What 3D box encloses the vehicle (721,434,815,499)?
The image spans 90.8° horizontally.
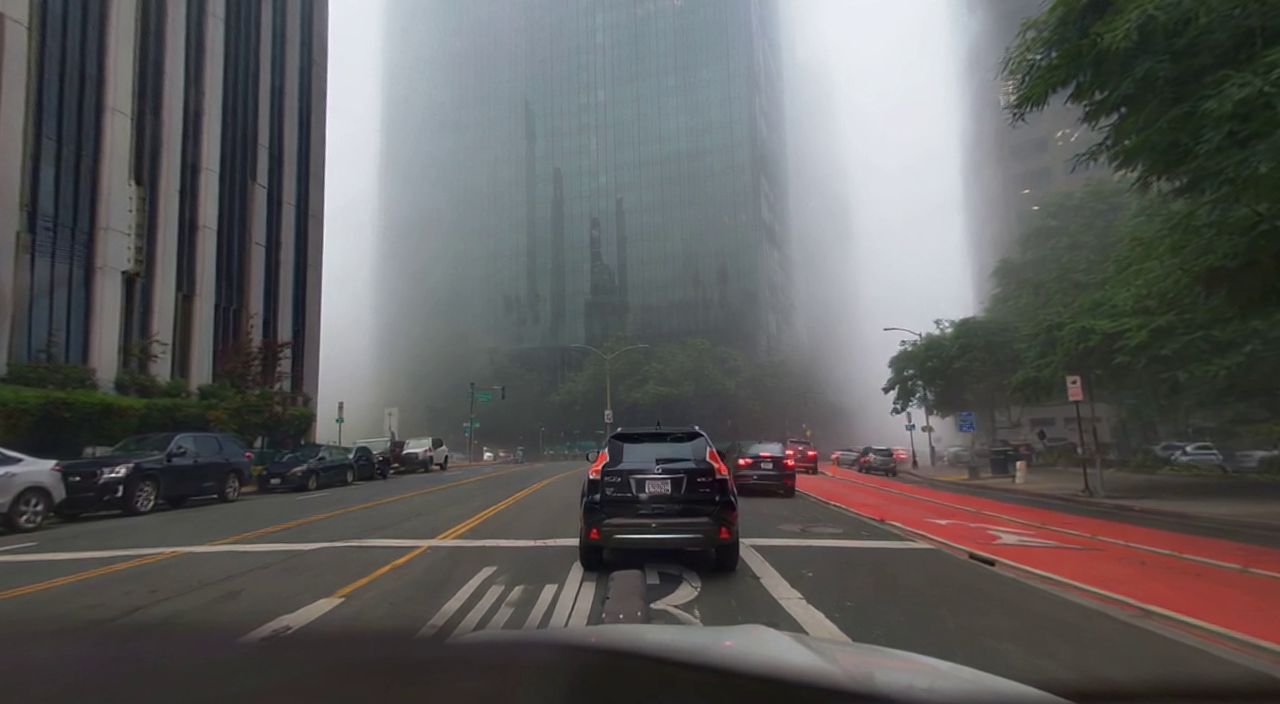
[{"bbox_3d":[3.876,3.546,20.021,2.143,1.793,4.763,0,-8,3],"label":"vehicle"}]

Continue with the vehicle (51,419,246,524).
[{"bbox_3d":[-10.319,2.487,13.635,1.543,1.946,3.454,1,-8,-5],"label":"vehicle"}]

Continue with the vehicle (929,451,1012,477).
[{"bbox_3d":[23.683,7.995,45.330,4.956,1.706,1.822,-6,-10,34],"label":"vehicle"}]

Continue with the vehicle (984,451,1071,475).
[{"bbox_3d":[28.320,8.065,46.220,5.153,1.626,1.895,-6,-11,36],"label":"vehicle"}]

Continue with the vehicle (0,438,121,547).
[{"bbox_3d":[-9.967,1.972,8.853,1.844,1.524,4.371,0,-8,-4],"label":"vehicle"}]

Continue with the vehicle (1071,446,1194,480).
[{"bbox_3d":[31.197,7.020,40.274,5.890,1.996,2.155,-6,-10,35],"label":"vehicle"}]

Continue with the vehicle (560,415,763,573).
[{"bbox_3d":[0.280,1.850,9.003,2.192,1.695,4.142,0,-8,1],"label":"vehicle"}]

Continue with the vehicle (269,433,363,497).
[{"bbox_3d":[-10.942,3.809,21.620,1.559,1.973,3.419,0,-8,-4],"label":"vehicle"}]

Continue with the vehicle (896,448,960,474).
[{"bbox_3d":[22.766,8.595,49.979,4.211,1.820,2.094,-4,-10,33],"label":"vehicle"}]

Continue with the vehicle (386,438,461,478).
[{"bbox_3d":[-11.640,5.724,34.517,2.338,1.963,5.740,0,-8,-3],"label":"vehicle"}]
